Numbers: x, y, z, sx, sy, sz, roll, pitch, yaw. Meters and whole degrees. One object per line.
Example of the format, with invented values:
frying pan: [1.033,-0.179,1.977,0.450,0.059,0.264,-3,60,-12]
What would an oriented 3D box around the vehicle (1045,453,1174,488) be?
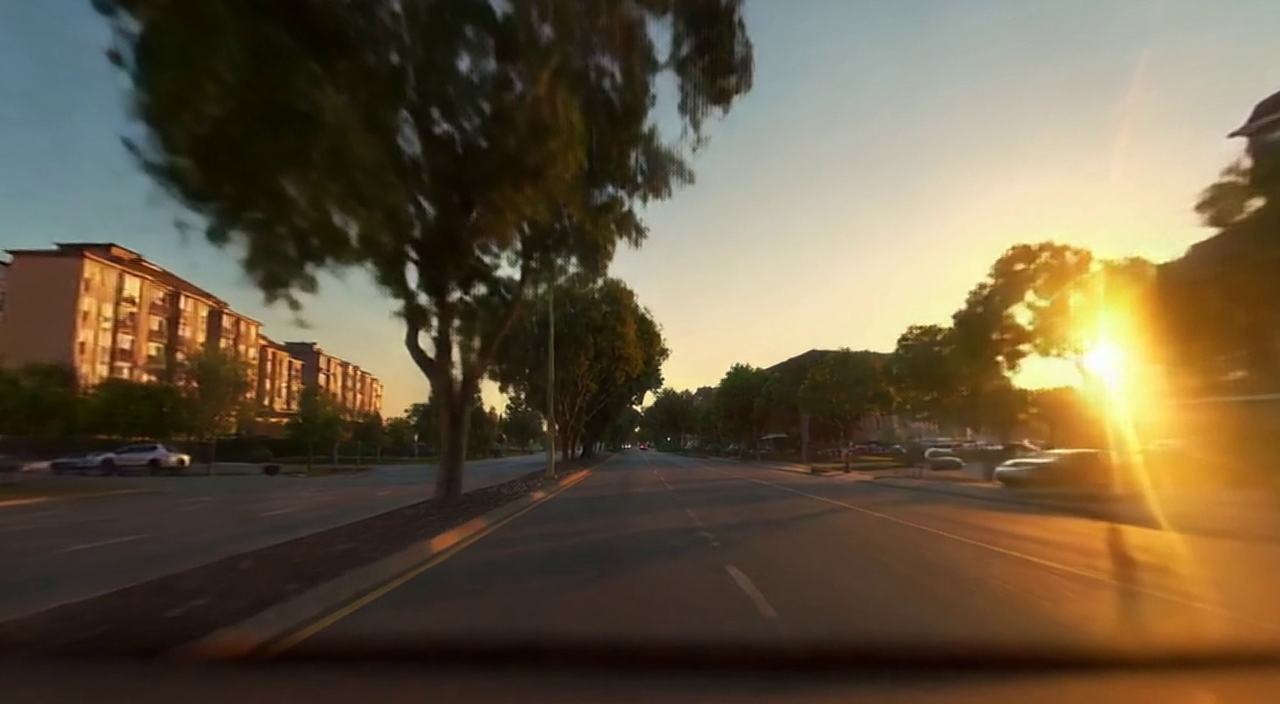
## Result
vehicle: [20.006,5.054,27.065,3.975,1.387,1.914,0,-9,-1]

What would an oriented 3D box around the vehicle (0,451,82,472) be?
vehicle: [-46.159,8.426,48.726,1.912,1.509,4.629,0,-9,1]

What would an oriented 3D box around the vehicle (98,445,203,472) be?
vehicle: [-29.862,6.482,38.624,4.693,1.572,1.999,0,-9,0]
